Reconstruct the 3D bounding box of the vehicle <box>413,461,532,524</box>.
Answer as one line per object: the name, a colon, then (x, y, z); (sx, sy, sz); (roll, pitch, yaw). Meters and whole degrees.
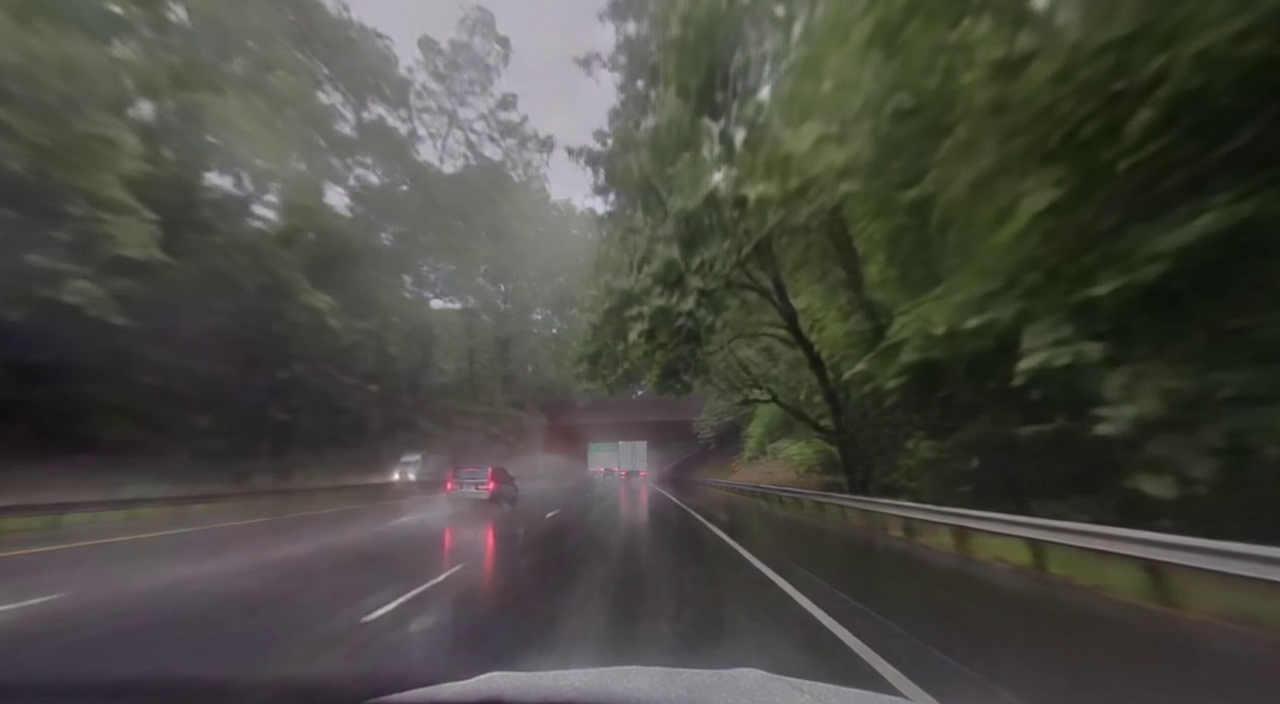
vehicle: (-4.420, 3.812, 17.530); (1.950, 1.460, 4.812); (1, -11, 0)
